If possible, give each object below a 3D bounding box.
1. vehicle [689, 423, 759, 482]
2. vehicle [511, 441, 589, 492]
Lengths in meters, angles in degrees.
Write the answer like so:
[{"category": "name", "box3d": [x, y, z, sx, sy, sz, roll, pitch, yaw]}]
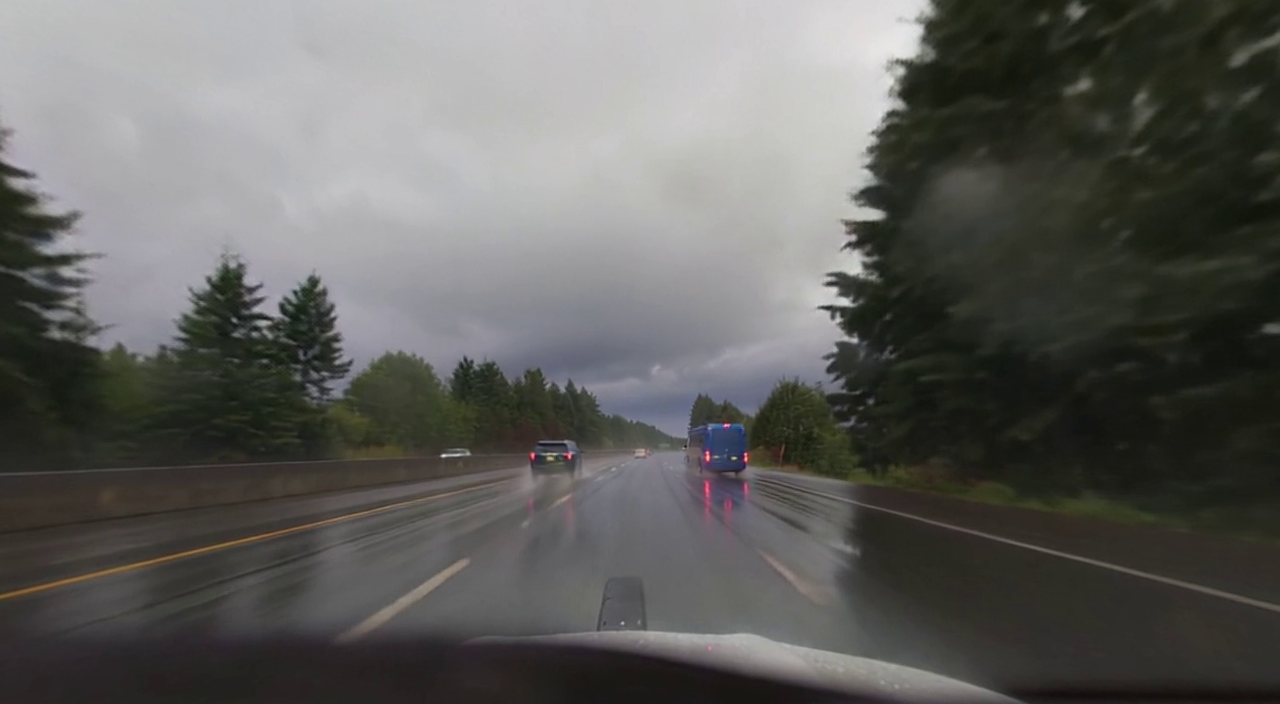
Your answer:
[{"category": "vehicle", "box3d": [4.092, 5.091, 32.049, 2.614, 2.655, 6.429, 0, -9, 0]}, {"category": "vehicle", "box3d": [-3.119, 4.067, 22.776, 2.020, 1.619, 4.690, 0, -9, 1]}]
